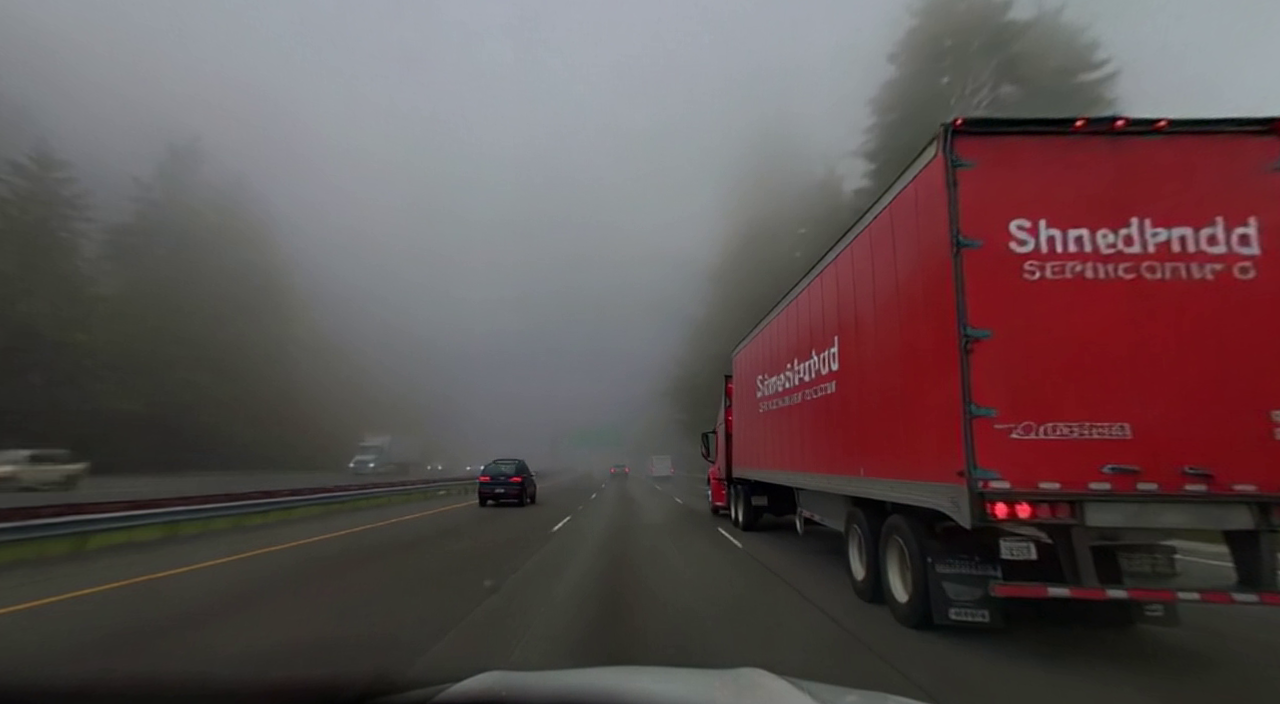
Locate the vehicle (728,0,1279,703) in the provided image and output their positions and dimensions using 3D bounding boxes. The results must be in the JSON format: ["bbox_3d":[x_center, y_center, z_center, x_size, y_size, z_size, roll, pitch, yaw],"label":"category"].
[{"bbox_3d":[4.098,1.072,10.337,2.992,4.300,13.967,1,-10,-1],"label":"vehicle"}]

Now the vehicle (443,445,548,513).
[{"bbox_3d":[-4.208,3.825,19.214,2.070,1.775,4.646,1,-10,0],"label":"vehicle"}]
